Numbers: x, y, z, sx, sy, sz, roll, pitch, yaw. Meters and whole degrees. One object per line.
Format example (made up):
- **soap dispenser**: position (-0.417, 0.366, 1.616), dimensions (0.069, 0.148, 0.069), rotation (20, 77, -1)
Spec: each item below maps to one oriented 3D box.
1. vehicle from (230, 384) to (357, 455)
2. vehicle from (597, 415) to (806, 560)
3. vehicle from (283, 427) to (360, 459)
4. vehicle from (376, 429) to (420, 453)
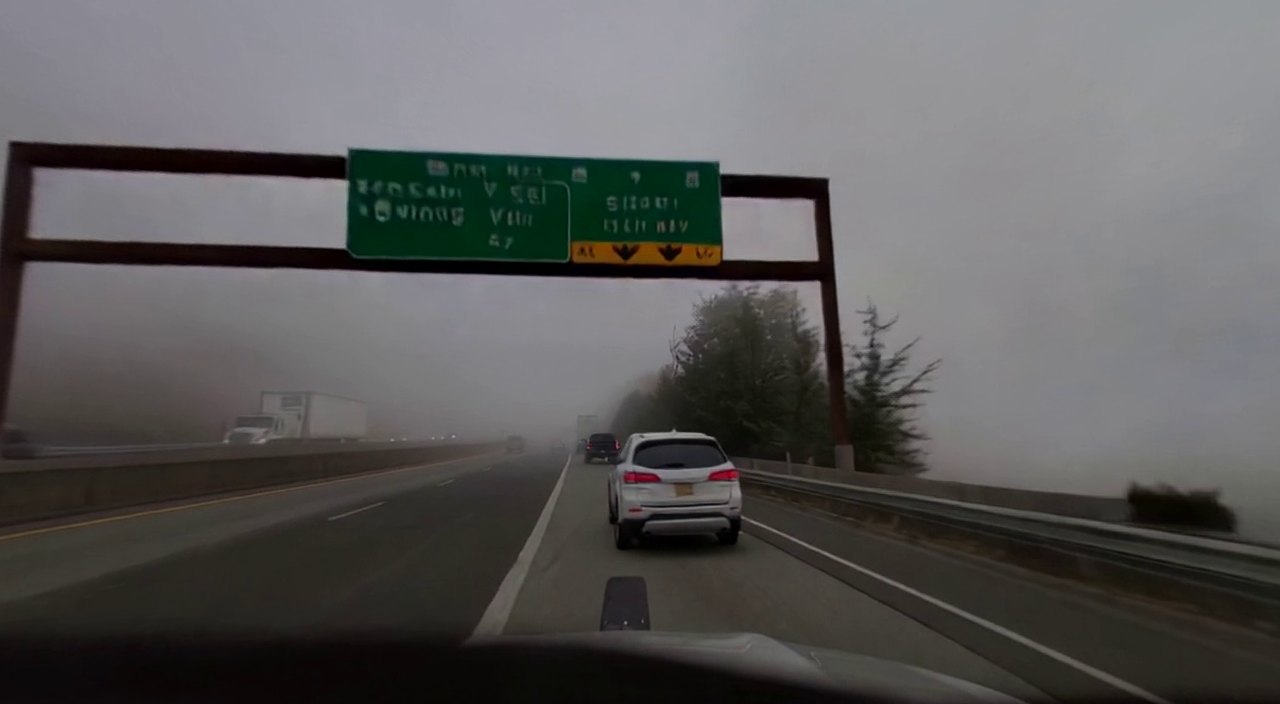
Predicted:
- **vehicle**: position (-21.311, 4.426, 39.711), dimensions (3.032, 3.845, 10.740), rotation (1, -8, -7)
- **vehicle**: position (0.511, 1.743, 8.926), dimensions (2.127, 1.497, 4.445), rotation (1, -8, -5)
- **vehicle**: position (-16.135, 4.638, 32.152), dimensions (1.921, 1.507, 4.664), rotation (1, -8, -6)
- **vehicle**: position (-18.070, 6.682, 47.112), dimensions (1.895, 1.683, 4.224), rotation (1, -8, -5)
